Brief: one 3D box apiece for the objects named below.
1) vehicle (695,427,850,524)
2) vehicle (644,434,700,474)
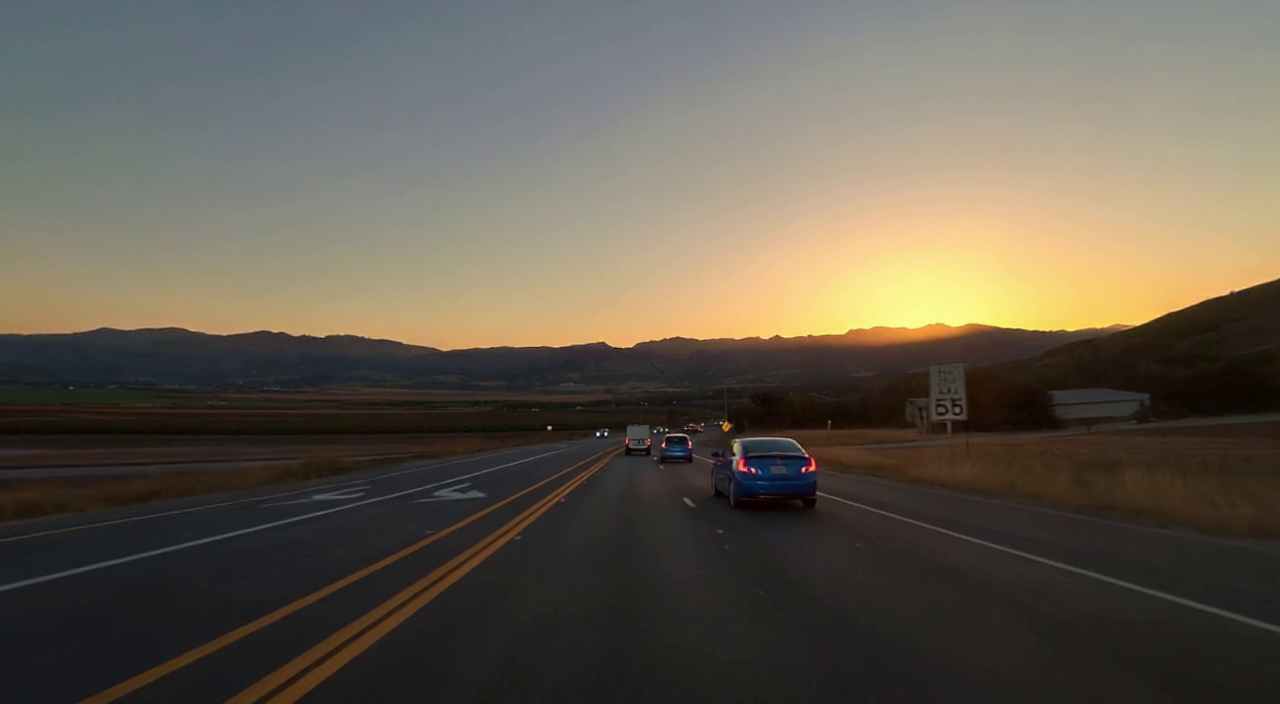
[{"bbox_3d":[2.313,2.280,12.186,2.007,1.534,3.976,0,-8,-2],"label":"vehicle"},{"bbox_3d":[1.258,4.312,26.907,2.026,1.531,4.273,0,-8,-2],"label":"vehicle"}]
